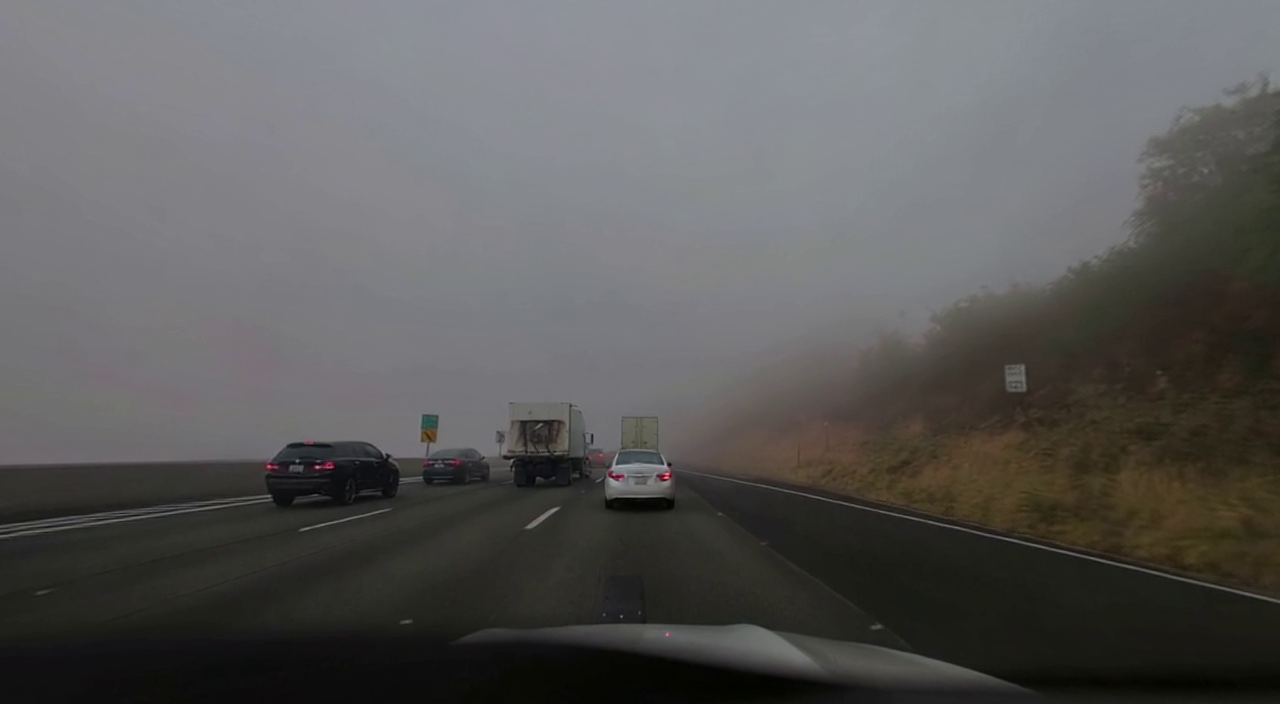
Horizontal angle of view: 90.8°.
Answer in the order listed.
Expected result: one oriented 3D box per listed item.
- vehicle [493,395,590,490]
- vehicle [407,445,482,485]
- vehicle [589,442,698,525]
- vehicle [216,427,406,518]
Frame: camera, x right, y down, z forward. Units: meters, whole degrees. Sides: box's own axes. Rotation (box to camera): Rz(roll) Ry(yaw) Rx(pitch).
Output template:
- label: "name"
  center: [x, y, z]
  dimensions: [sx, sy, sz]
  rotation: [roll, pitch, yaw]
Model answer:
- label: "vehicle"
  center: [-3.774, 3.758, 26.097]
  dimensions: [2.812, 3.342, 7.248]
  rotation: [0, -9, 0]
- label: "vehicle"
  center: [-8.032, 4.681, 26.284]
  dimensions: [1.880, 1.512, 3.758]
  rotation: [-1, -9, 1]
- label: "vehicle"
  center: [0.045, 2.680, 13.321]
  dimensions: [1.995, 1.495, 3.380]
  rotation: [0, -9, -1]
- label: "vehicle"
  center: [-7.248, 2.706, 14.545]
  dimensions: [1.952, 1.746, 4.332]
  rotation: [-1, -9, 1]
